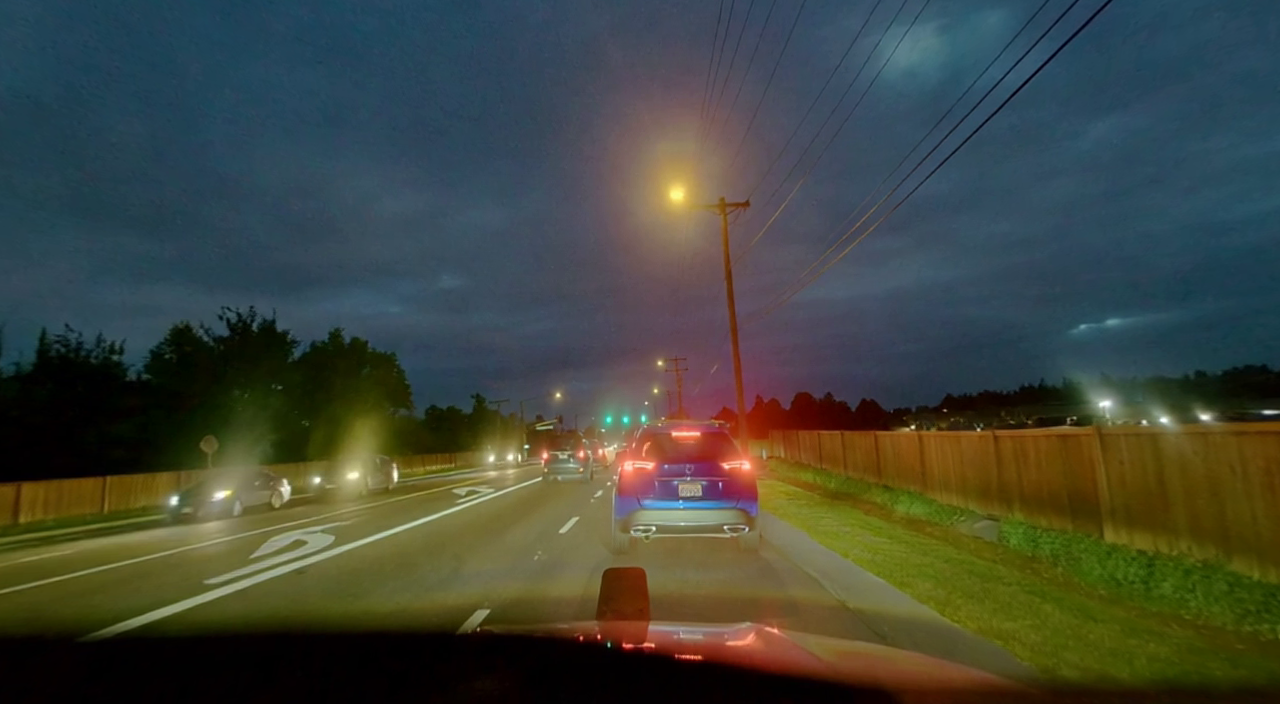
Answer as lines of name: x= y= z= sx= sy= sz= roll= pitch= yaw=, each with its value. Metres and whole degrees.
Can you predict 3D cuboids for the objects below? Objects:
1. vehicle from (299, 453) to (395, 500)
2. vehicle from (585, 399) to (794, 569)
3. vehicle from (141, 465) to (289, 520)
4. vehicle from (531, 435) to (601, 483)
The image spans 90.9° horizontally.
vehicle: x=-11.559 y=4.898 z=25.176 sx=1.893 sy=1.662 sz=3.966 roll=0 pitch=-9 yaw=0
vehicle: x=0.491 y=1.680 z=8.683 sx=2.174 sy=1.749 sz=4.113 roll=0 pitch=-9 yaw=-1
vehicle: x=-14.806 y=4.884 z=22.351 sx=2.024 sy=1.467 sz=4.584 roll=-3 pitch=-9 yaw=1
vehicle: x=-2.710 y=4.058 z=24.150 sx=2.037 sy=1.639 sz=4.213 roll=0 pitch=-9 yaw=2
